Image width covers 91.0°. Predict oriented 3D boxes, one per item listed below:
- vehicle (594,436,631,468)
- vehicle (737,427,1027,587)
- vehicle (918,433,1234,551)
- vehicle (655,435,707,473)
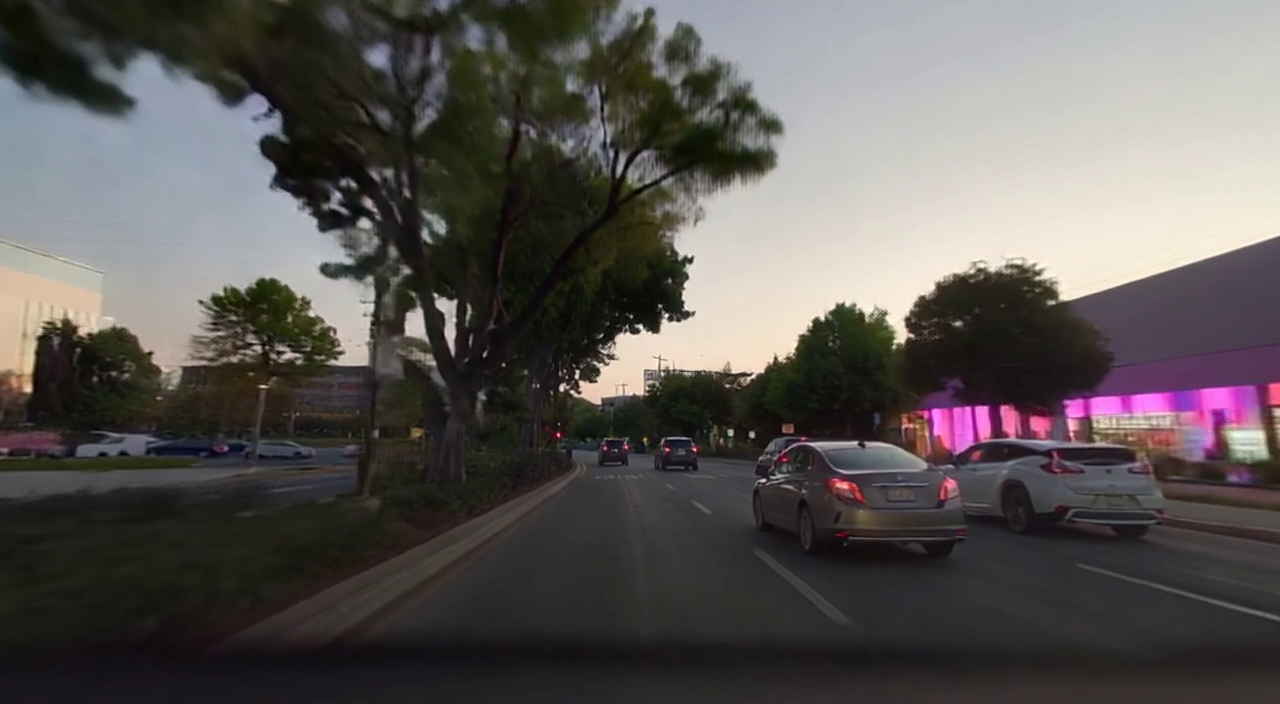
[{"bbox_3d":[-1.719,5.975,37.853,2.051,1.798,4.168,0,-8,-5],"label":"vehicle"},{"bbox_3d":[2.580,1.749,8.011,1.883,1.452,4.258,0,-8,-2],"label":"vehicle"},{"bbox_3d":[6.497,2.088,10.161,1.917,1.457,4.274,0,-8,-2],"label":"vehicle"},{"bbox_3d":[1.993,5.117,31.809,2.000,1.745,4.206,0,-8,-4],"label":"vehicle"}]
